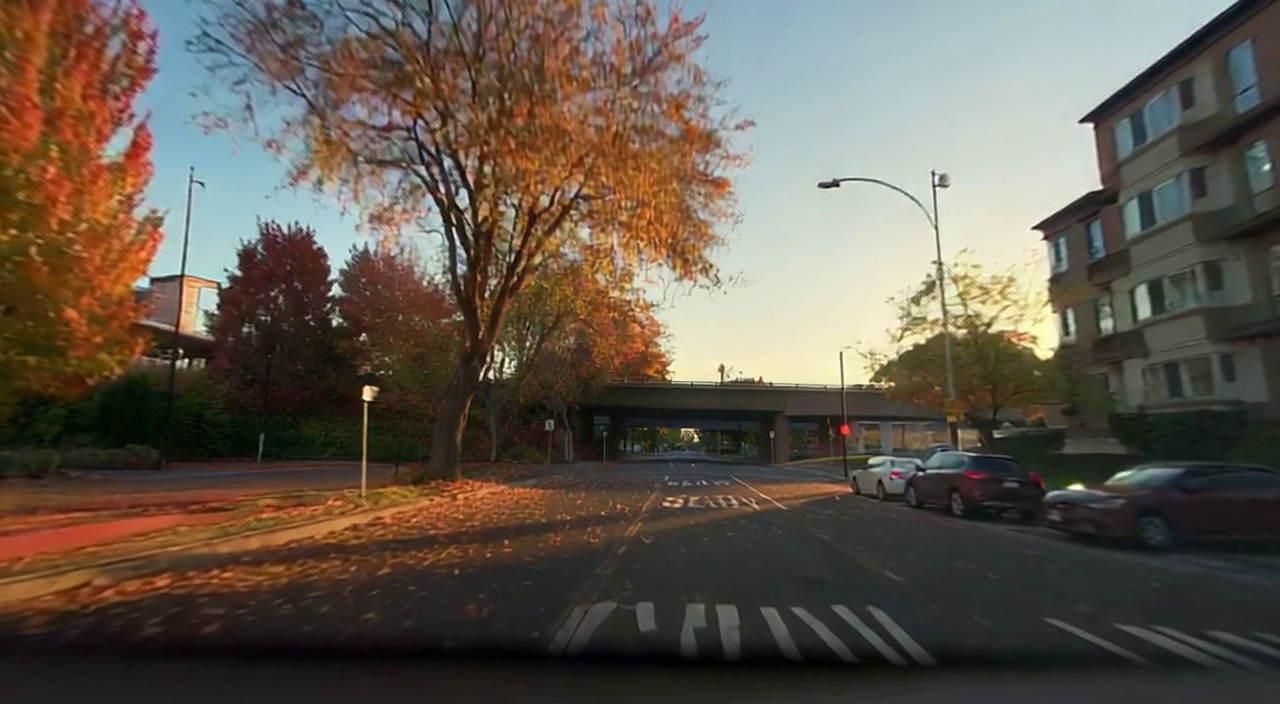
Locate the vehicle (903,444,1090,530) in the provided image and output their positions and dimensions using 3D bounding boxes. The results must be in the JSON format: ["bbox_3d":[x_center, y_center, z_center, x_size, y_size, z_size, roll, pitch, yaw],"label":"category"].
[{"bbox_3d":[7.919,2.979,14.610,1.954,1.657,4.522,-1,-9,4],"label":"vehicle"}]

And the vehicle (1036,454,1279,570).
[{"bbox_3d":[9.285,2.382,9.772,4.775,1.542,2.145,0,-9,3],"label":"vehicle"}]
